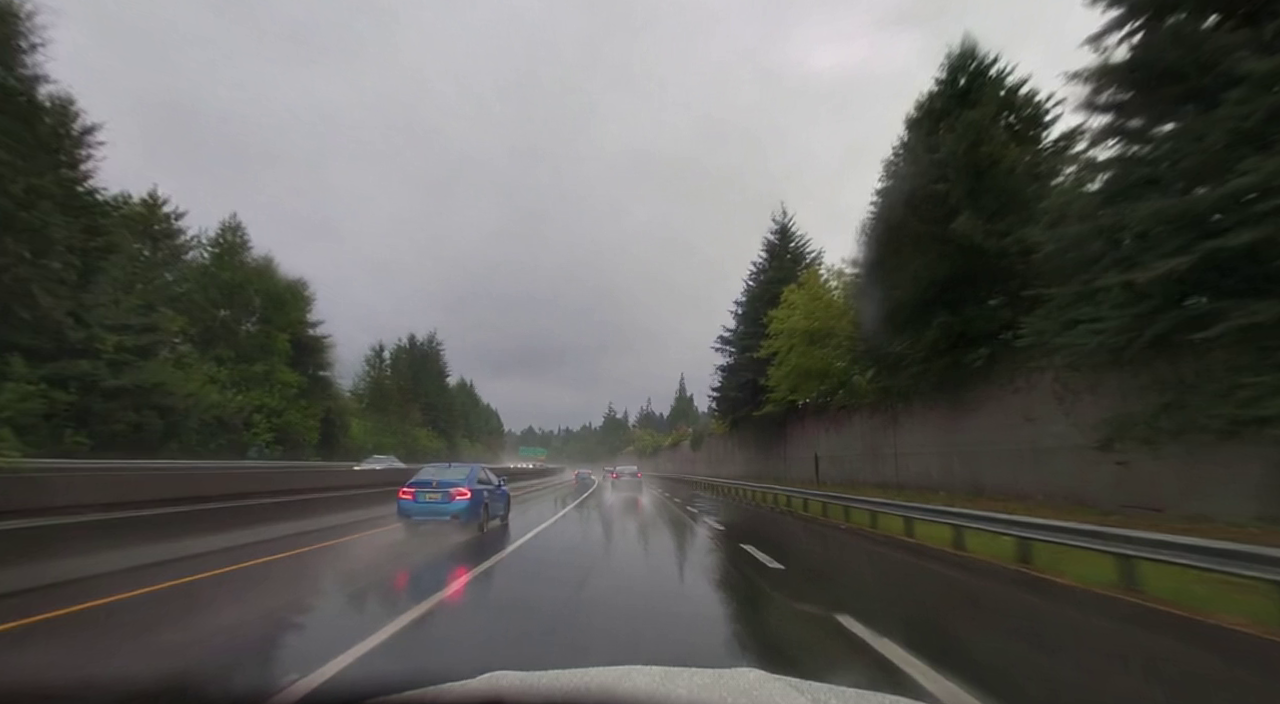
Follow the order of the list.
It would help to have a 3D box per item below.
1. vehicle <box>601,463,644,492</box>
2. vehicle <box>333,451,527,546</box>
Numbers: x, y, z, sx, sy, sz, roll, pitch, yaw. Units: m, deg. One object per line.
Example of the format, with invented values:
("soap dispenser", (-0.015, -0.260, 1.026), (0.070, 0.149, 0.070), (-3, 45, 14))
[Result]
("vehicle", (-0.979, 7.388, 37.277), (2.363, 1.526, 4.687), (1, -11, 0))
("vehicle", (-3.897, 2.859, 12.811), (2.310, 1.521, 4.731), (1, -11, 0))
